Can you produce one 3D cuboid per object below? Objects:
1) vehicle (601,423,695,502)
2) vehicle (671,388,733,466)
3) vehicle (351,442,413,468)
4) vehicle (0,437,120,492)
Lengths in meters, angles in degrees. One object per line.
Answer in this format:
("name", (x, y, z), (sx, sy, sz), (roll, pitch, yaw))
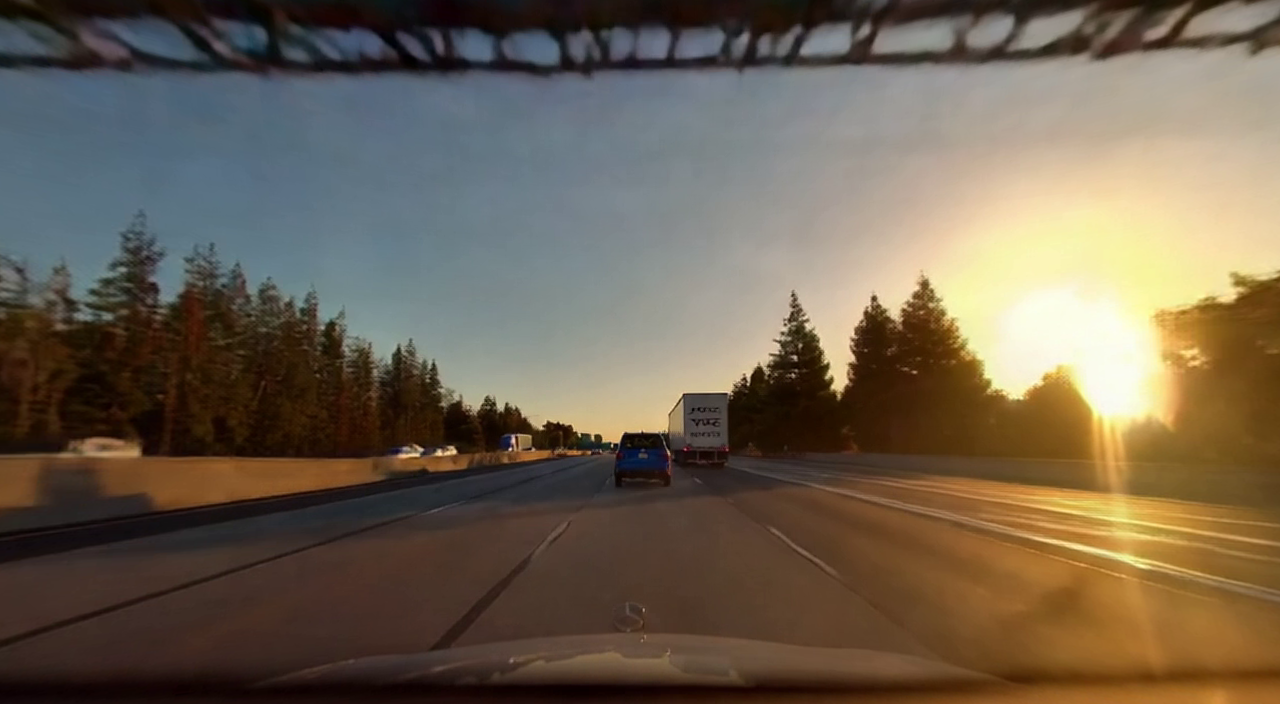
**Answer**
("vehicle", (0.189, 2.731, 15.930), (2.054, 1.706, 4.201), (0, -8, 1))
("vehicle", (3.682, 5.133, 41.380), (2.909, 4.135, 15.820), (-1, -8, 2))
("vehicle", (-18.563, 7.422, 45.522), (2.112, 1.778, 5.417), (0, -8, 1))
("vehicle", (-25.846, 4.735, 26.814), (2.248, 2.077, 5.797), (0, -8, 1))
